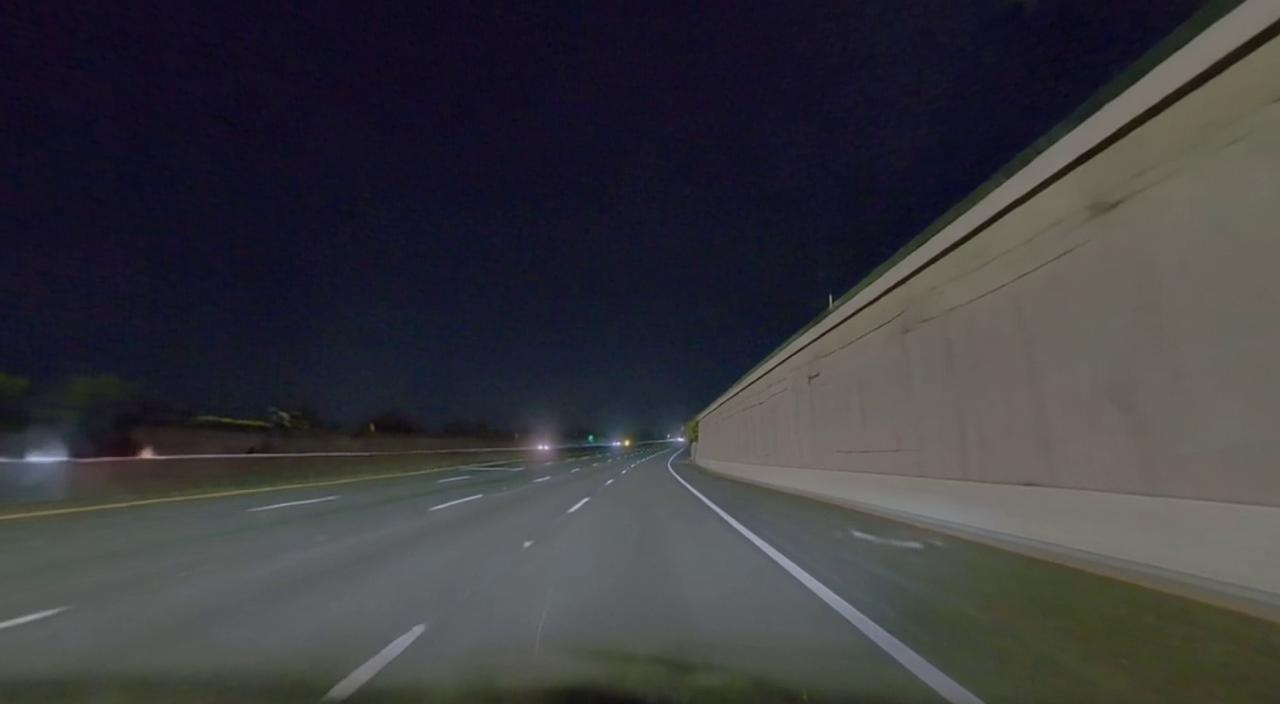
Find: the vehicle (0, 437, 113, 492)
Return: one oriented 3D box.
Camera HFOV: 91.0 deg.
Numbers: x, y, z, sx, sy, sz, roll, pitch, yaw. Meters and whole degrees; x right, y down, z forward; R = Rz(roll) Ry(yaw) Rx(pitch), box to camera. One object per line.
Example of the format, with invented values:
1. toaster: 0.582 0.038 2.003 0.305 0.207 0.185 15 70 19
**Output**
1. vehicle: -18.725 3.360 18.925 1.857 1.507 4.425 0 -9 1
